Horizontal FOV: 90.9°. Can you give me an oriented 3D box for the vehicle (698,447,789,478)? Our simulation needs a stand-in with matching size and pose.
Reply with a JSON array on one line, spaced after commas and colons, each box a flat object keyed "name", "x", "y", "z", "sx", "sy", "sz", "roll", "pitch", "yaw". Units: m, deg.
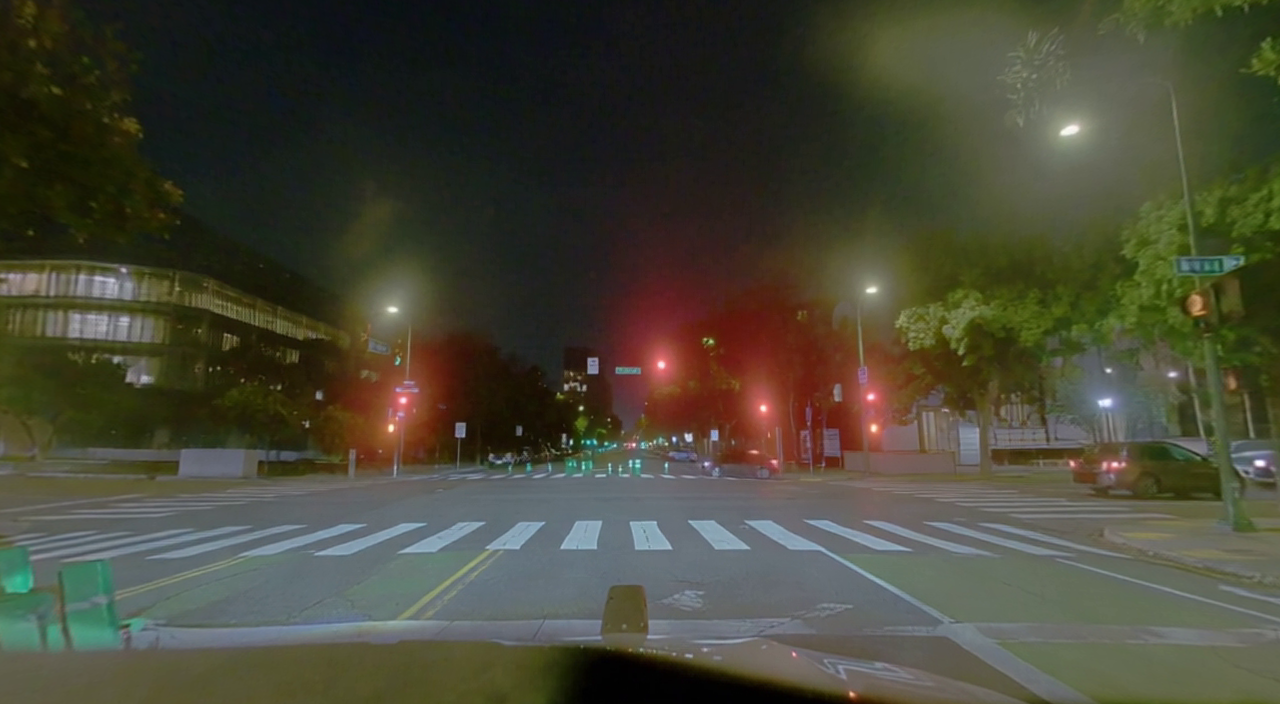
[{"name": "vehicle", "x": 5.495, "y": 5.896, "z": 33.768, "sx": 4.368, "sy": 1.522, "sz": 1.972, "roll": -7, "pitch": -11, "yaw": 36}]

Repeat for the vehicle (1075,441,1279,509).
[{"name": "vehicle", "x": 12.989, "y": 2.790, "z": 14.558, "sx": 4.424, "sy": 1.436, "sz": 1.804, "roll": 0, "pitch": -8, "yaw": 5}]
